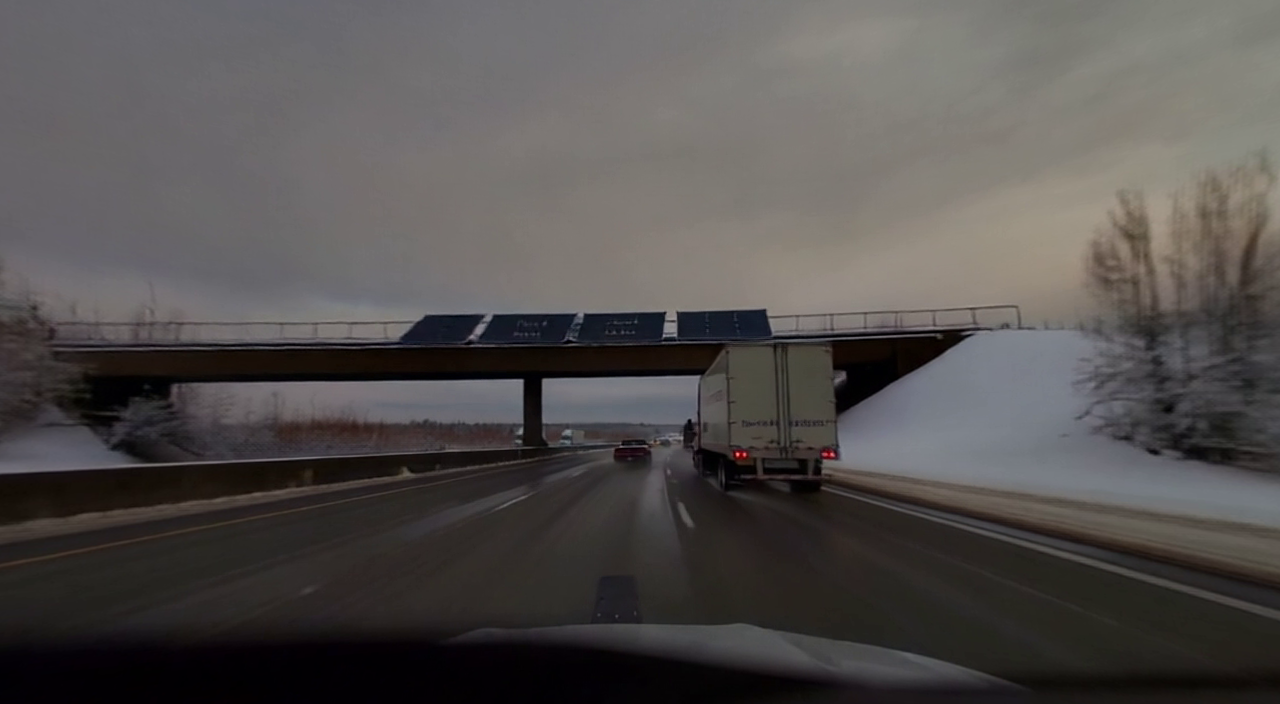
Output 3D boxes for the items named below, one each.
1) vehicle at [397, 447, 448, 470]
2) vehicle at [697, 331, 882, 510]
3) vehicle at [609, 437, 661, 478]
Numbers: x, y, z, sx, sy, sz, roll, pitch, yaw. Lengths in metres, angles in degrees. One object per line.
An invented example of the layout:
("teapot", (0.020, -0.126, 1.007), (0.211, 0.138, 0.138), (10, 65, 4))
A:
("vehicle", (-15.504, 7.621, 45.203), (1.827, 1.455, 4.567), (-1, -8, 3))
("vehicle", (3.471, 2.082, 17.820), (2.967, 3.633, 10.015), (-1, -8, 1))
("vehicle", (-0.141, 4.436, 26.854), (2.066, 1.581, 4.268), (-1, -8, 2))
